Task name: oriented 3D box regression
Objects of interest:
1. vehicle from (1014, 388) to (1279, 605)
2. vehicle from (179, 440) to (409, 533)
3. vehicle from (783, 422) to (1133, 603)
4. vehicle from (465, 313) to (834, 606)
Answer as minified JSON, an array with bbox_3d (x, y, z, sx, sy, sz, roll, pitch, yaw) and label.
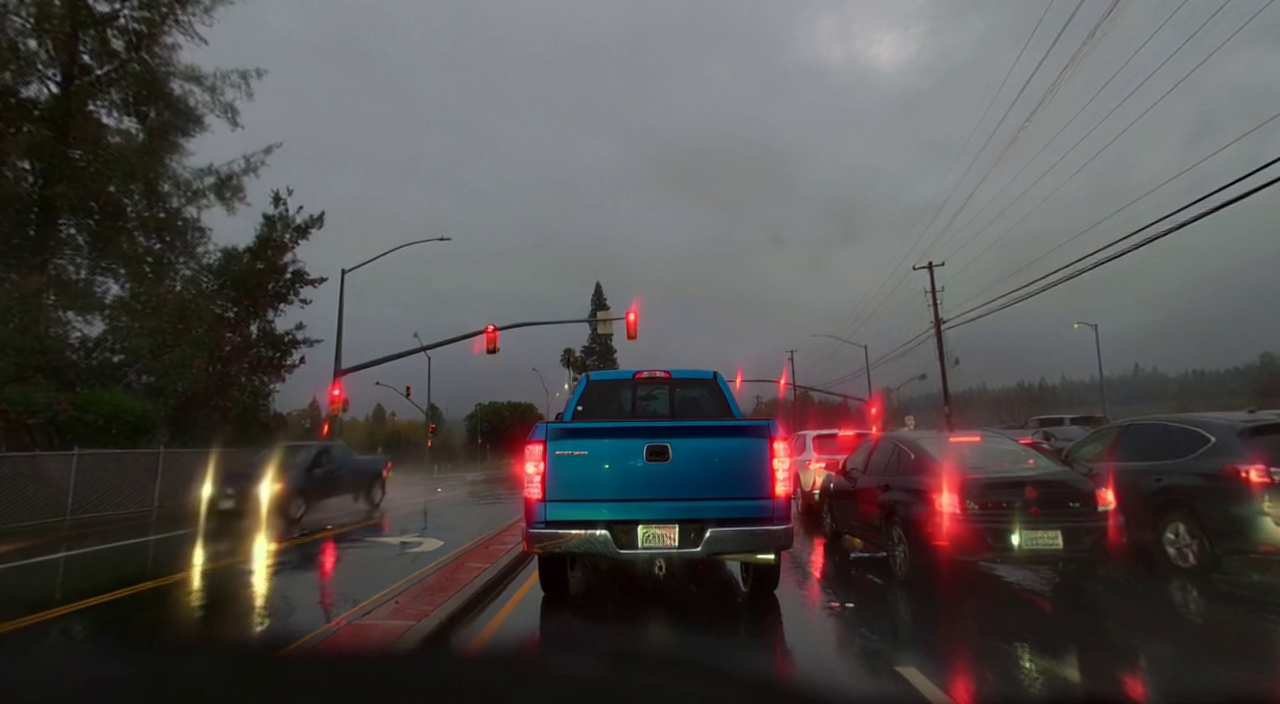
[{"bbox_3d":[6.154,1.366,6.449,1.982,1.727,4.352,0,-8,1],"label":"vehicle"},{"bbox_3d":[-7.282,2.835,14.024,2.369,1.690,4.529,0,-8,3],"label":"vehicle"},{"bbox_3d":[3.116,1.643,7.354,1.993,1.495,4.060,0,-8,1],"label":"vehicle"},{"bbox_3d":[0.110,1.267,8.042,2.831,2.284,6.149,0,-8,1],"label":"vehicle"}]
